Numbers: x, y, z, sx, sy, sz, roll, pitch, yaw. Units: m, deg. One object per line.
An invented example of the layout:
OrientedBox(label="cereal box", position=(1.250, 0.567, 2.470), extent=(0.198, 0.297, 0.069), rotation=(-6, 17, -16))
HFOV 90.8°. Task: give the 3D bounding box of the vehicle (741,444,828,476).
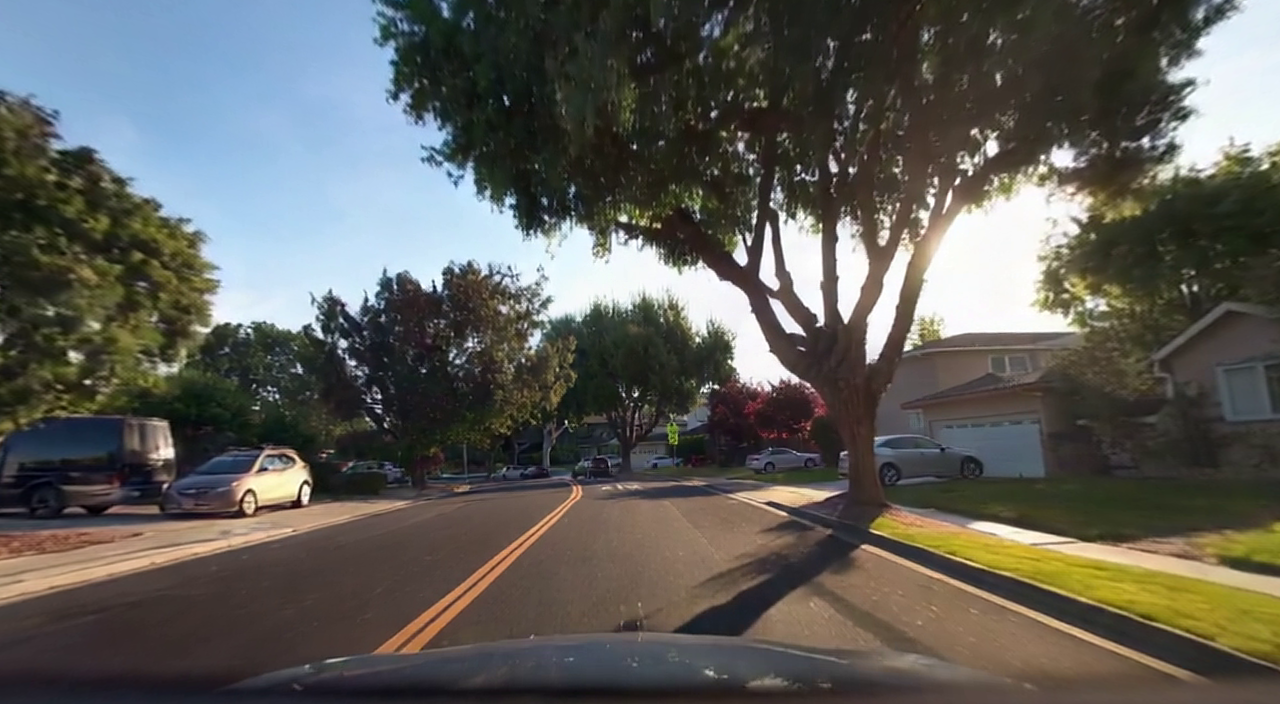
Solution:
OrientedBox(label="vehicle", position=(8.065, 6.023, 35.381), extent=(4.284, 1.522, 1.893), rotation=(0, -8, -19))

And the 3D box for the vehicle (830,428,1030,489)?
OrientedBox(label="vehicle", position=(9.266, 3.363, 20.238), extent=(5.751, 1.733, 2.138), rotation=(2, -9, -17))

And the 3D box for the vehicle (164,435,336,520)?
OrientedBox(label="vehicle", position=(-10.283, 3.292, 17.221), extent=(2.073, 1.899, 4.869), rotation=(0, -9, -7))

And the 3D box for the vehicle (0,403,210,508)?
OrientedBox(label="vehicle", position=(-14.171, 2.484, 15.204), extent=(5.662, 2.292, 2.422), rotation=(1, -10, -14))
